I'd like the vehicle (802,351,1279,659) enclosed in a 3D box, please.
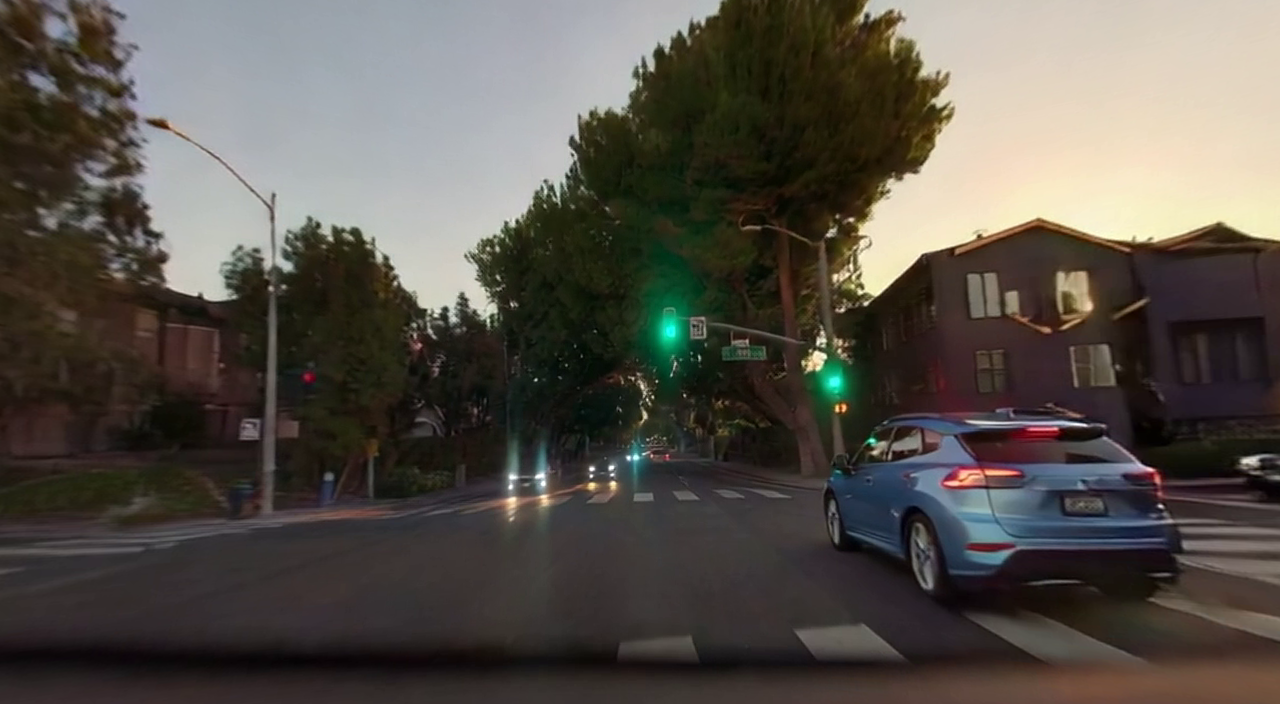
[{"bbox_3d":[3.303,1.279,6.316,2.130,1.863,4.844,0,-8,1],"label":"vehicle"}]

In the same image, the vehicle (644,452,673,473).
[{"bbox_3d":[1.333,8.208,47.030,2.097,1.463,4.043,0,-8,0],"label":"vehicle"}]

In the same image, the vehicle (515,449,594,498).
[{"bbox_3d":[-2.852,4.168,22.102,2.170,1.513,4.270,0,-8,0],"label":"vehicle"}]

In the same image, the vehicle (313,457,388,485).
[{"bbox_3d":[-20.064,8.269,43.807,4.134,1.655,2.225,-1,-6,-2],"label":"vehicle"}]
